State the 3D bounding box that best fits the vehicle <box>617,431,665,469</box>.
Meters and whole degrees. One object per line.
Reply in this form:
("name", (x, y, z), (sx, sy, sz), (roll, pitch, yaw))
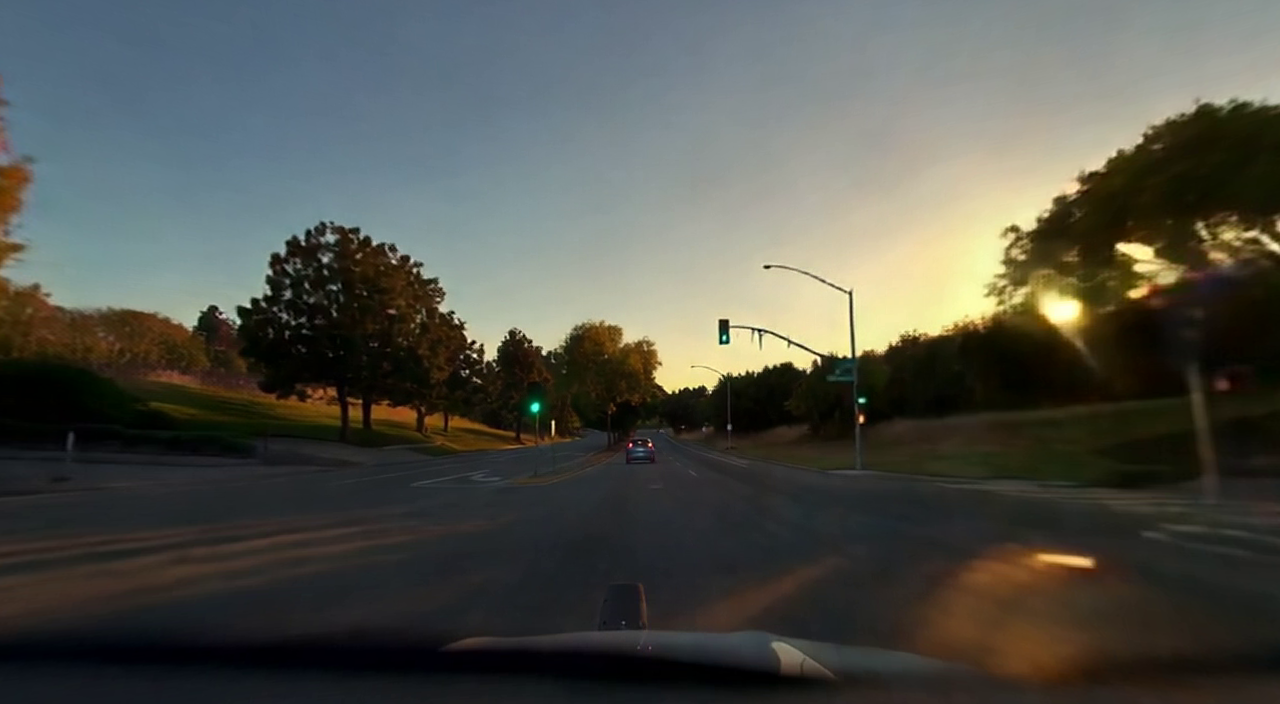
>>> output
("vehicle", (0.050, 4.902, 31.554), (2.256, 1.734, 4.176), (0, -8, 0))
